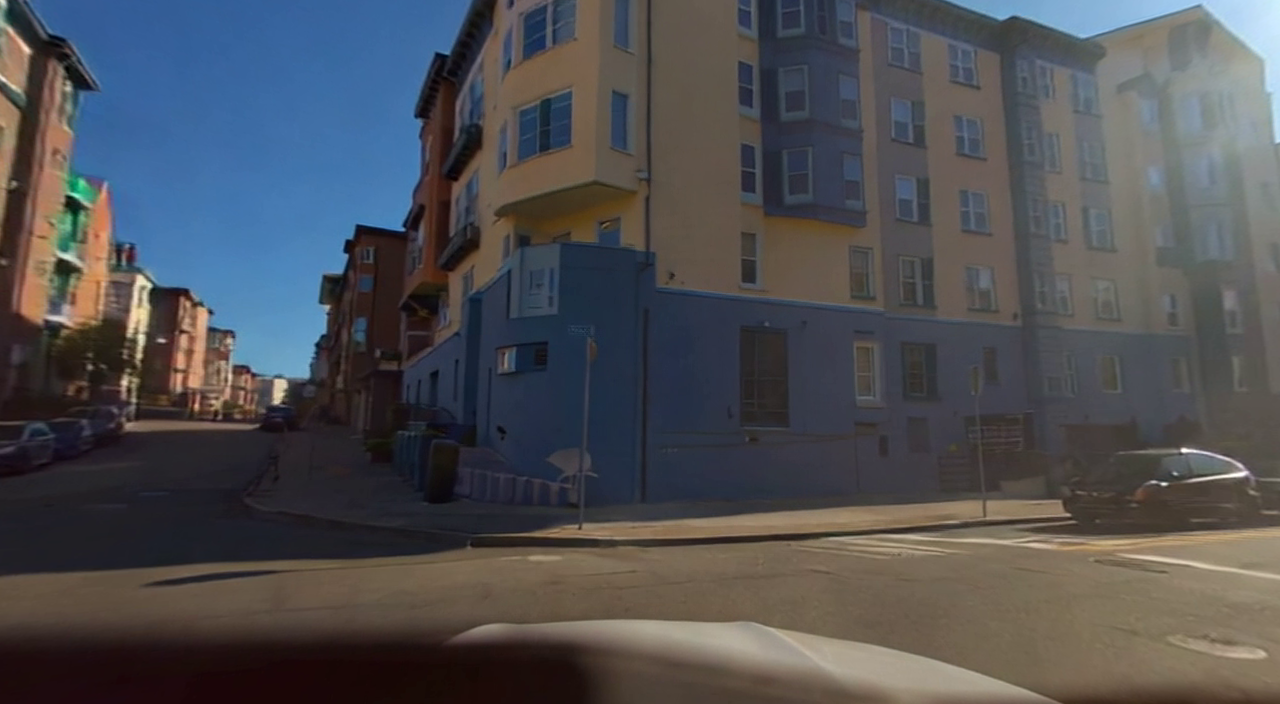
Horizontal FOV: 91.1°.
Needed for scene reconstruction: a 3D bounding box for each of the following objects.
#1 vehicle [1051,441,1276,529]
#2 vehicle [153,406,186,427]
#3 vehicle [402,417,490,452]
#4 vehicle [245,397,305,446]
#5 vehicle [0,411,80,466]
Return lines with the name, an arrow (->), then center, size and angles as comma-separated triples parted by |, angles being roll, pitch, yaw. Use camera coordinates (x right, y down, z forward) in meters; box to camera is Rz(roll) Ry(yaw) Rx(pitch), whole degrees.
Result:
vehicle -> 10.337, 2.557, 12.504 | 3.414, 1.519, 1.719 | 3, -8, -16
vehicle -> -35.483, 4.912, 47.461 | 1.777, 1.459, 3.676 | 6, -9, -34
vehicle -> -8.595, 3.671, 27.859 | 3.404, 1.431, 1.641 | 4, -9, -28
vehicle -> -16.906, 3.274, 29.021 | 2.072, 2.074, 4.358 | 5, -9, -31
vehicle -> -17.941, 2.459, 18.037 | 1.897, 1.431, 3.741 | 4, -9, -28
